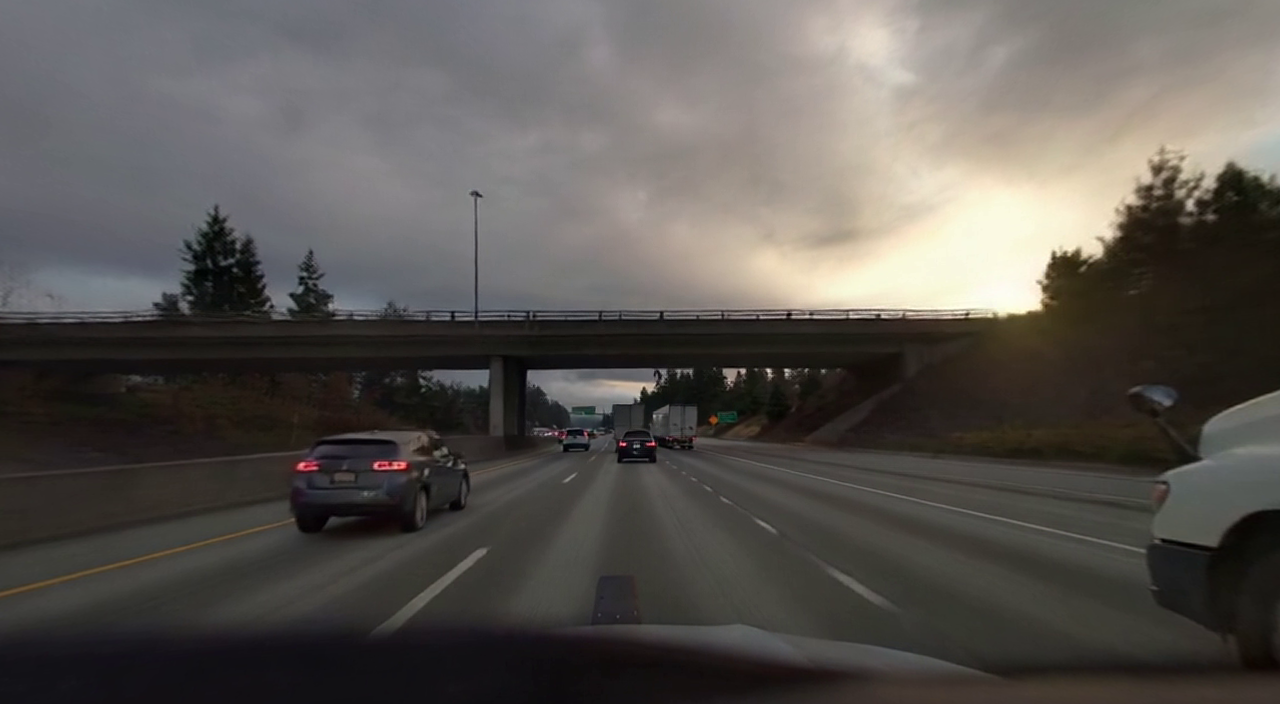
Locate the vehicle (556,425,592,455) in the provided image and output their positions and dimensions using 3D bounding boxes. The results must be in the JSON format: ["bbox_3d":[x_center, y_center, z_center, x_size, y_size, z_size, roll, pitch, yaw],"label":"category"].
[{"bbox_3d":[-4.557,6.181,44.350,2.013,1.961,4.692,0,-8,0],"label":"vehicle"}]

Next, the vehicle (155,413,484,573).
[{"bbox_3d":[-3.698,1.692,8.527,1.979,1.527,4.754,0,-8,-1],"label":"vehicle"}]

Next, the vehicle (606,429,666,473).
[{"bbox_3d":[-0.174,3.677,23.678,2.059,1.522,3.693,0,-8,-1],"label":"vehicle"}]
